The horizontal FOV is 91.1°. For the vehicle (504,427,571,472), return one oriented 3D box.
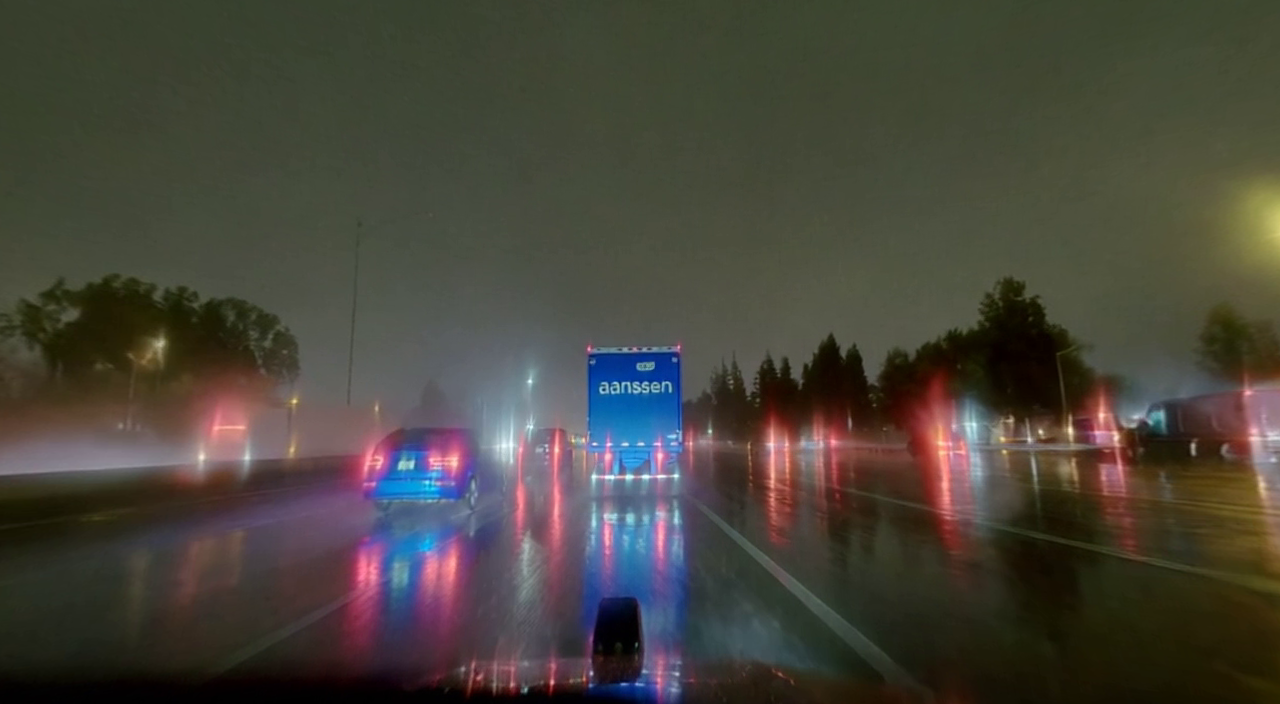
[{"bbox_3d":[-3.931,3.804,24.742,1.946,1.599,4.073,0,-8,0],"label":"vehicle"}]

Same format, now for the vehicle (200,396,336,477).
[{"bbox_3d":[-18.992,4.369,32.674,3.004,3.780,6.115,-1,-7,3],"label":"vehicle"}]

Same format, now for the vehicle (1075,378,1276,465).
[{"bbox_3d":[18.866,2.564,22.667,2.432,2.753,5.388,0,-8,1],"label":"vehicle"}]

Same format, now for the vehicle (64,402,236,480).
[{"bbox_3d":[-22.728,4.167,29.768,2.378,3.231,6.822,0,-8,1],"label":"vehicle"}]

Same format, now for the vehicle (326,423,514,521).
[{"bbox_3d":[-3.856,2.154,11.963,1.964,1.507,4.361,0,-8,0],"label":"vehicle"}]

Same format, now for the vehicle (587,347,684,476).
[{"bbox_3d":[-0.260,2.665,26.167,3.171,4.204,11.036,0,-8,-1],"label":"vehicle"}]
